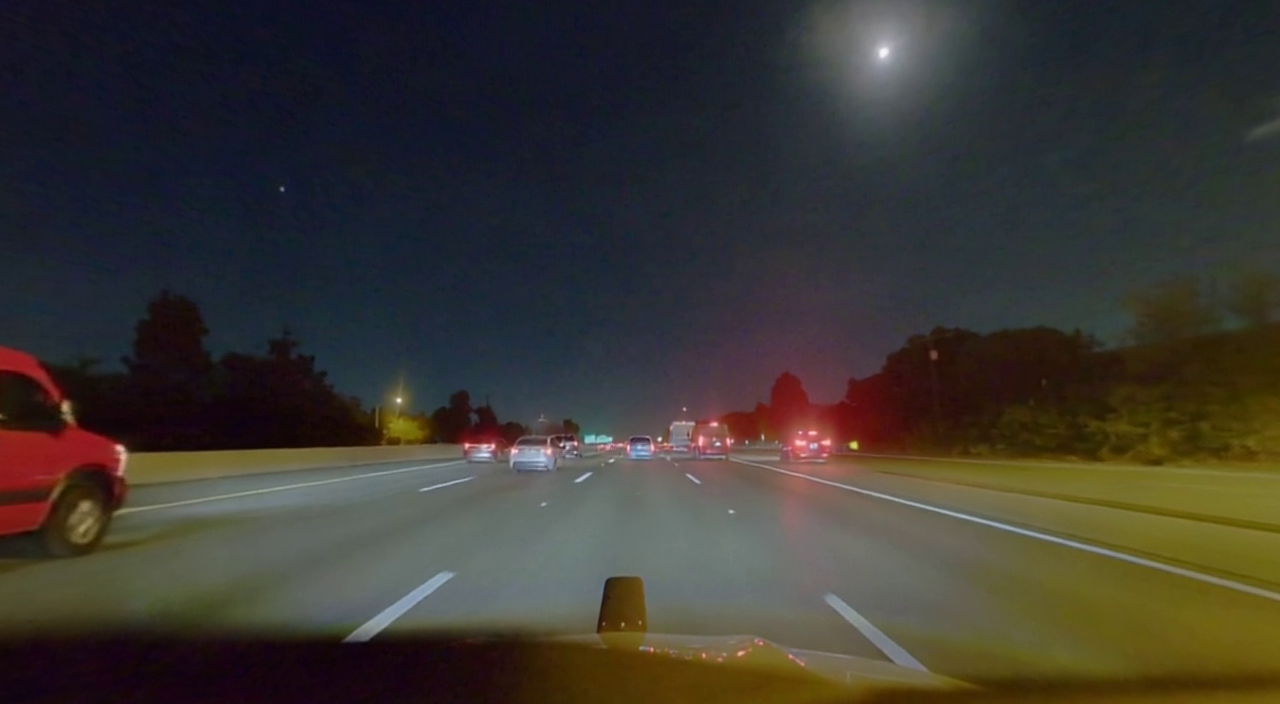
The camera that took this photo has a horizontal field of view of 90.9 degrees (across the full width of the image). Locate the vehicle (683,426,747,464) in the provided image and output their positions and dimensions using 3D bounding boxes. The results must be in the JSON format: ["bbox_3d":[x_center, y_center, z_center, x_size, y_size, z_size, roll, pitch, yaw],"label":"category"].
[{"bbox_3d":[3.894,5.023,34.120,2.777,1.895,5.710,0,-8,0],"label":"vehicle"}]

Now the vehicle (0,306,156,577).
[{"bbox_3d":[-7.637,0.711,5.041,2.336,2.708,6.421,0,-8,0],"label":"vehicle"}]

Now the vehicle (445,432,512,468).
[{"bbox_3d":[-7.652,4.691,30.312,1.961,1.562,4.301,0,-8,1],"label":"vehicle"}]

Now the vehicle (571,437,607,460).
[{"bbox_3d":[-3.390,6.515,42.742,1.987,1.466,4.341,0,-8,1],"label":"vehicle"}]

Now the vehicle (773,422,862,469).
[{"bbox_3d":[7.619,4.139,27.857,2.304,1.840,5.706,0,-8,0],"label":"vehicle"}]

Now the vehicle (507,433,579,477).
[{"bbox_3d":[-3.501,3.790,23.465,1.970,1.483,4.071,0,-8,1],"label":"vehicle"}]

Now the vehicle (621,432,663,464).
[{"bbox_3d":[0.126,5.163,34.085,2.115,1.617,4.102,0,-8,1],"label":"vehicle"}]
